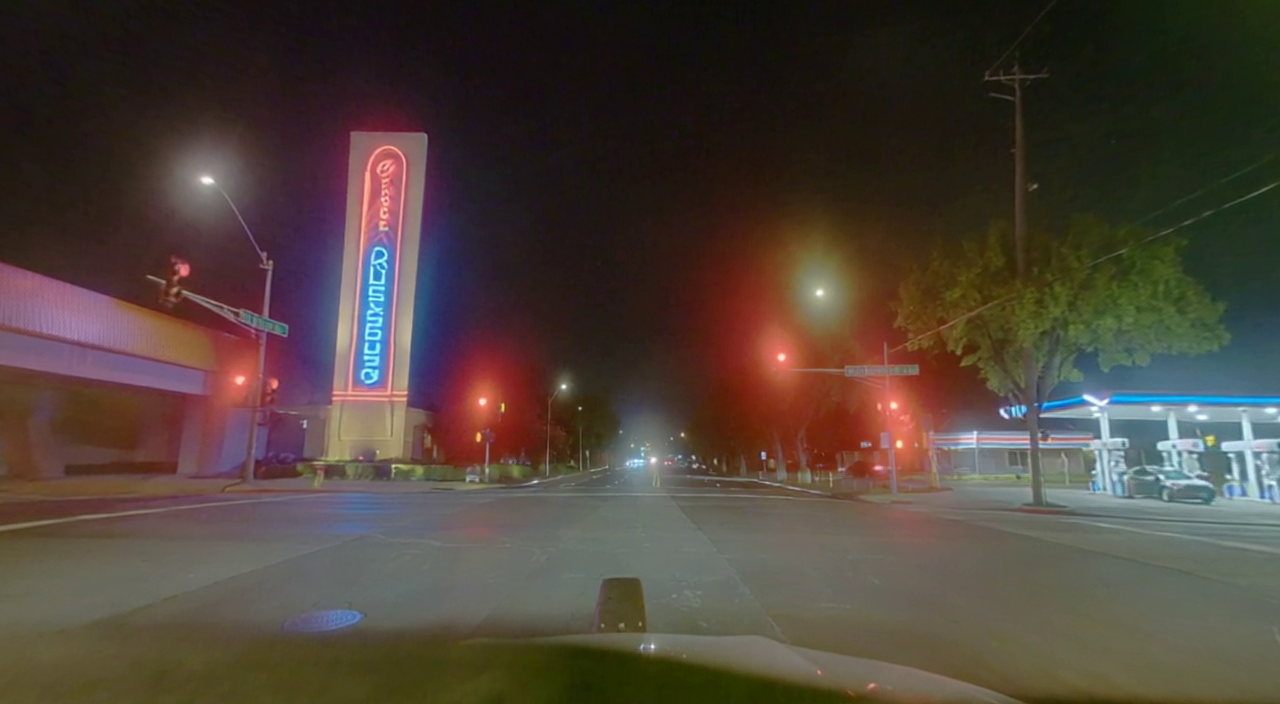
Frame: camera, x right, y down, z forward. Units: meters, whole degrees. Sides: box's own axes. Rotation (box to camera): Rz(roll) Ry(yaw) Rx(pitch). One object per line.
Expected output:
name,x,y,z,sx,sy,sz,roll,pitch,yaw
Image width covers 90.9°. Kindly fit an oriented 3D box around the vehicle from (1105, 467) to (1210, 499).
vehicle,28.022,7.065,34.338,1.897,1.466,4.211,1,-8,-6
